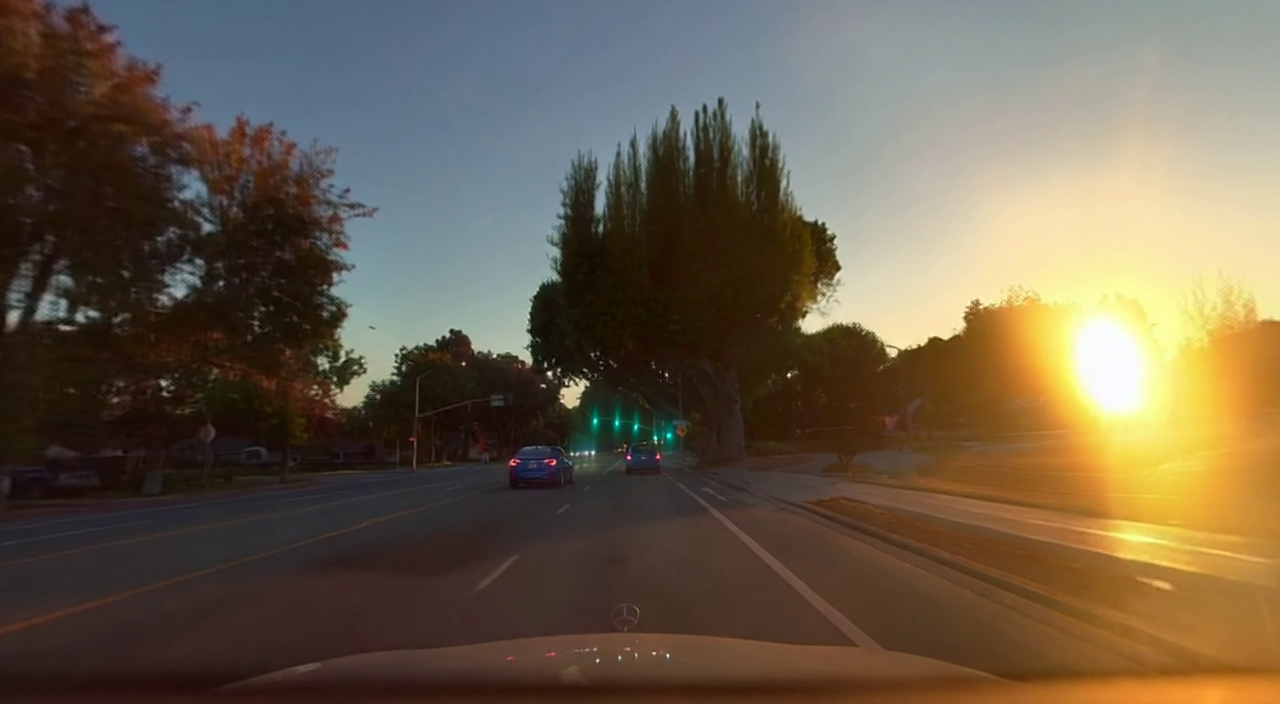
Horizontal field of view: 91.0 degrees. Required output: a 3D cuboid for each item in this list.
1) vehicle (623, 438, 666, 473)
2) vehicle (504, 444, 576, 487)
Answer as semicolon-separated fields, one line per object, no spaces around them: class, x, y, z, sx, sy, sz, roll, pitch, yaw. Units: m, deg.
vehicle;0.163;5.645;34.608;2.215;1.799;4.426;0;-8;-2
vehicle;-3.667;4.238;23.882;2.036;1.447;4.044;0;-8;1
